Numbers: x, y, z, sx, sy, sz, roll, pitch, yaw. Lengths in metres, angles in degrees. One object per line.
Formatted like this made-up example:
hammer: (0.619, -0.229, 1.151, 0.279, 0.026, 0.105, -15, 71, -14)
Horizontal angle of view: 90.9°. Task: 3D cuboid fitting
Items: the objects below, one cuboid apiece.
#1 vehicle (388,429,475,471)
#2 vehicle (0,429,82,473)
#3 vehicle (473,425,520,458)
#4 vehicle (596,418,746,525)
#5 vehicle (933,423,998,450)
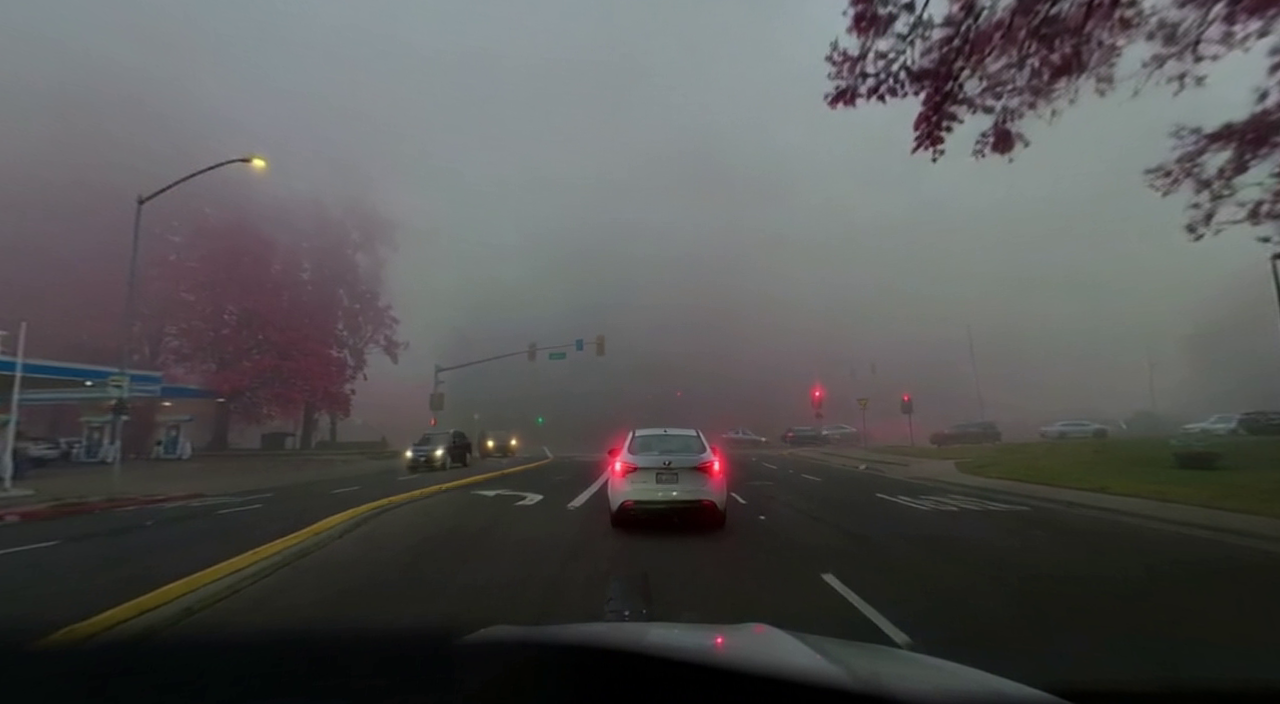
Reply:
vehicle: (-8.937, 4.251, 27.448, 2.108, 1.671, 4.535, 0, -8, 2)
vehicle: (-27.280, 4.237, 27.019, 1.946, 1.816, 4.792, -1, -8, 7)
vehicle: (-9.749, 6.058, 42.549, 2.378, 2.084, 5.225, 3, -9, -19)
vehicle: (0.487, 1.977, 10.964, 2.112, 1.482, 4.057, 0, -8, 2)
vehicle: (19.921, 5.187, 38.519, 4.091, 1.495, 2.053, 7, -11, -41)
